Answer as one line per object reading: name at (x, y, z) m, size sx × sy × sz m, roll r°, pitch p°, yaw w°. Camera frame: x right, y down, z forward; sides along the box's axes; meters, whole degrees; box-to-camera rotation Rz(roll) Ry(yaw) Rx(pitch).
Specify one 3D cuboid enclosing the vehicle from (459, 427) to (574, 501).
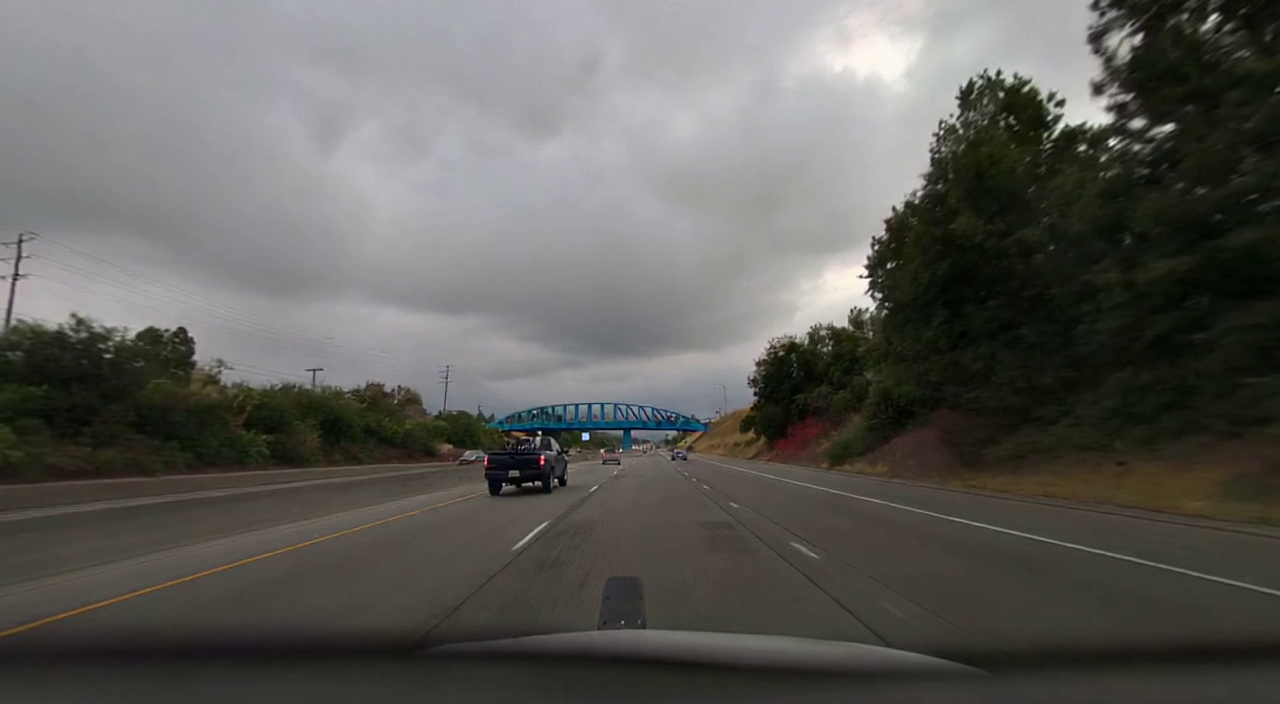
vehicle at (-3.554, 3.391, 19.479) m, size 2.369 × 1.948 × 5.343 m, roll 0°, pitch -9°, yaw 1°
